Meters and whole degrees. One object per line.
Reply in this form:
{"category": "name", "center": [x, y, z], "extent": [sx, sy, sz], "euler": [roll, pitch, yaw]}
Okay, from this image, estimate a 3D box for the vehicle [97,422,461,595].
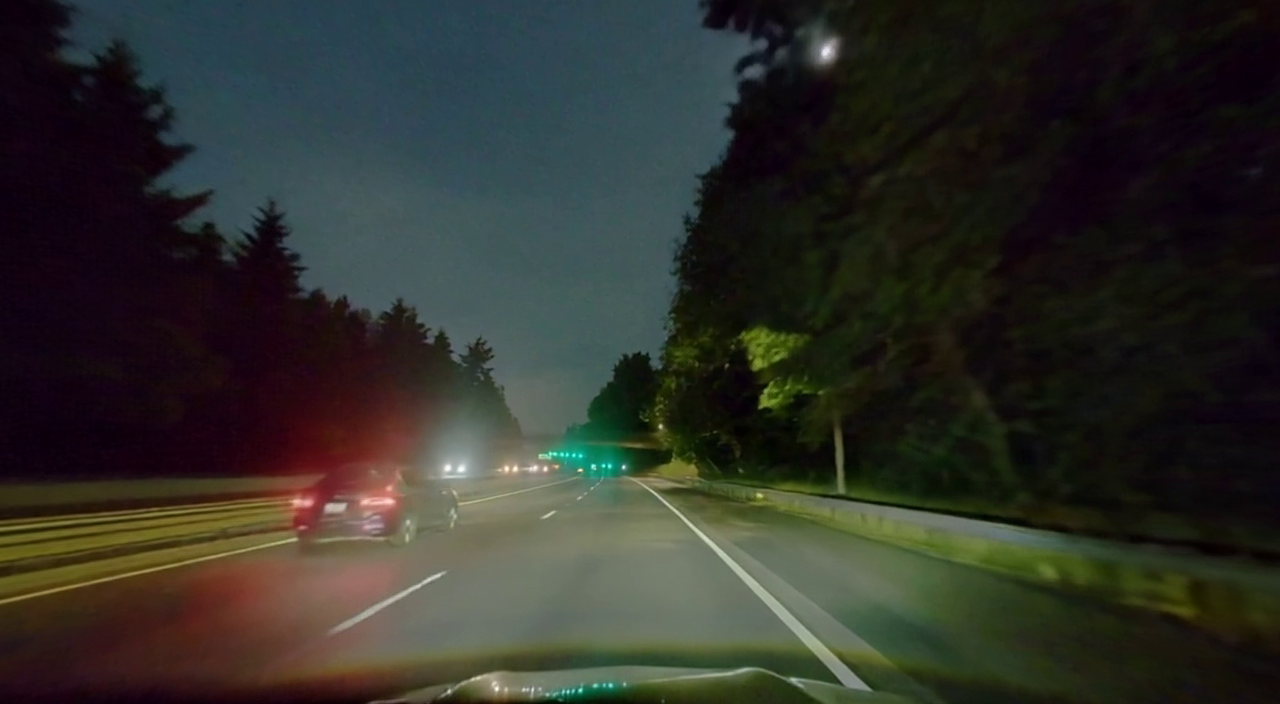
{"category": "vehicle", "center": [-4.484, 2.107, 9.157], "extent": [2.286, 1.757, 5.057], "euler": [1, -11, -1]}
